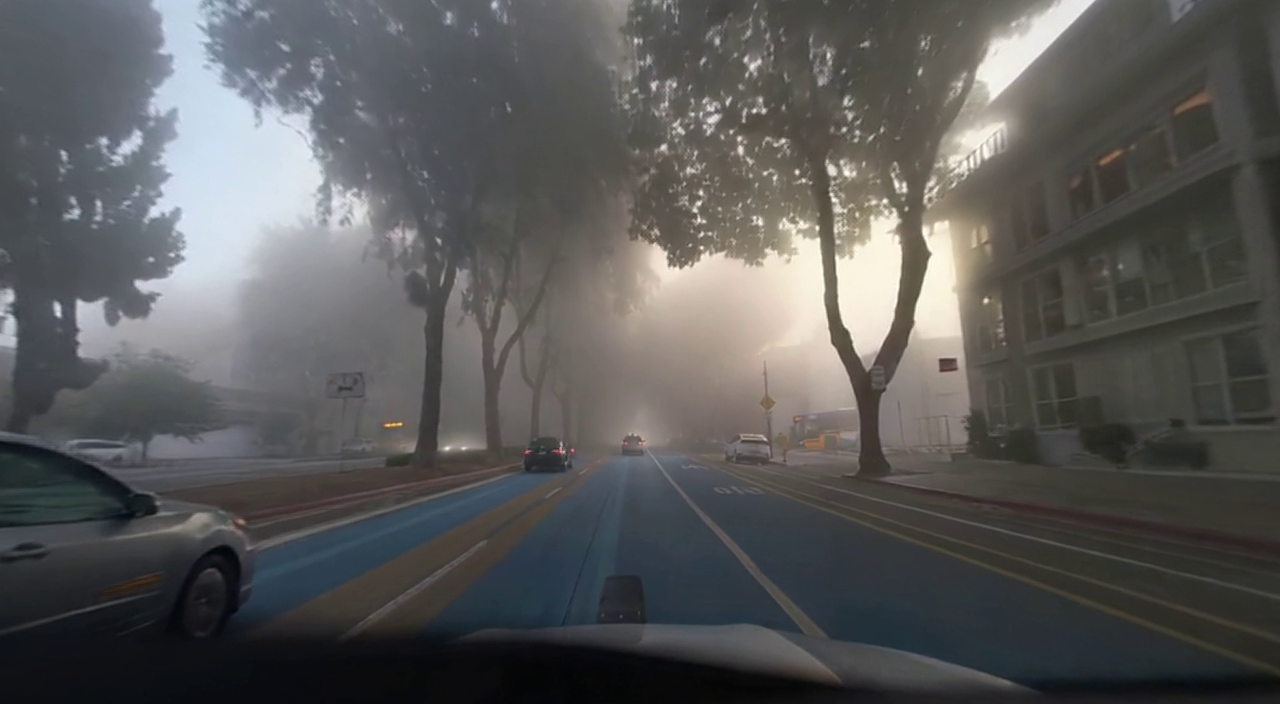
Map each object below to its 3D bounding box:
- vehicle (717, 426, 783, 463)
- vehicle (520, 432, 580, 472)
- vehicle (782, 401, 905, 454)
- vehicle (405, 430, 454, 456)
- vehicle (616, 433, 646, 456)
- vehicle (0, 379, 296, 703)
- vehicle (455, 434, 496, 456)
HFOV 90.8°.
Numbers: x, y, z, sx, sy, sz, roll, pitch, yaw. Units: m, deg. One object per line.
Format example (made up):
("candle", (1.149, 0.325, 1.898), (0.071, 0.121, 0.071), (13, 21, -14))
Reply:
("vehicle", (5.919, 5.110, 34.898), (2.390, 1.816, 6.050), (0, -8, -1))
("vehicle", (-3.705, 4.200, 26.735), (1.934, 1.522, 4.287), (0, -8, 0))
("vehicle", (14.870, 5.534, 46.619), (7.722, 2.908, 3.067), (-6, -7, -4))
("vehicle", (-15.305, 6.673, 46.167), (1.960, 1.809, 4.718), (0, -8, -1))
("vehicle", (-0.643, 6.503, 44.488), (1.999, 1.520, 3.896), (0, -8, -1))
("vehicle", (-3.618, 0.875, 2.540), (1.995, 1.524, 4.438), (0, -8, -1))
("vehicle", (-11.934, 6.813, 46.205), (1.822, 1.549, 4.325), (0, -9, 0))
